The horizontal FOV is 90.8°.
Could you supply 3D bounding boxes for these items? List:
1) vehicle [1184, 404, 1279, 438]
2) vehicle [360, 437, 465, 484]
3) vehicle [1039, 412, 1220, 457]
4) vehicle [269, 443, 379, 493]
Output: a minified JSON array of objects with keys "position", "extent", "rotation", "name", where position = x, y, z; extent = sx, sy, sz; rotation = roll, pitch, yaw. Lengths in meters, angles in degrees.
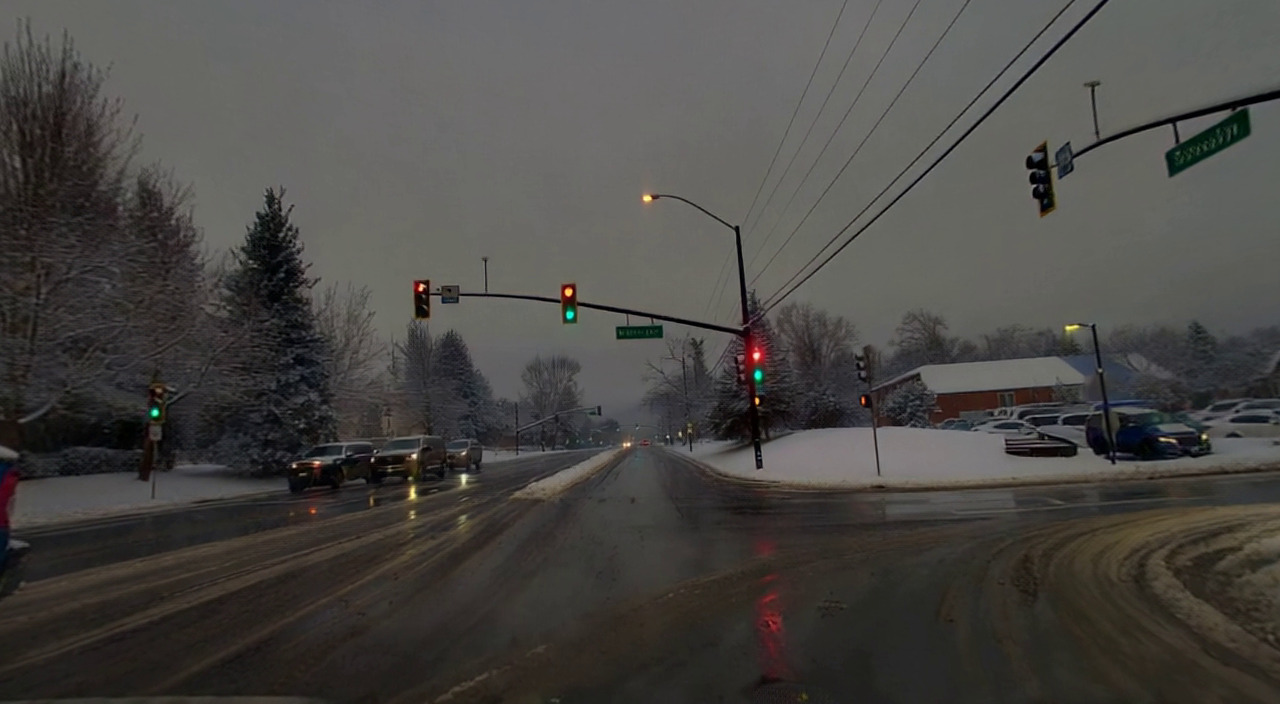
[{"position":[34.785,4.020,36.666],"extent":[4.326,1.511,1.725],"rotation":[-8,-9,17],"name":"vehicle"},{"position":[-10.175,4.921,28.956],"extent":[2.664,1.940,5.702],"rotation":[0,-9,0],"name":"vehicle"},{"position":[16.912,2.913,22.139],"extent":[4.560,1.453,1.851],"rotation":[-3,-9,18],"name":"vehicle"},{"position":[-13.804,5.068,28.046],"extent":[2.306,1.957,4.968],"rotation":[0,-9,-1],"name":"vehicle"}]
